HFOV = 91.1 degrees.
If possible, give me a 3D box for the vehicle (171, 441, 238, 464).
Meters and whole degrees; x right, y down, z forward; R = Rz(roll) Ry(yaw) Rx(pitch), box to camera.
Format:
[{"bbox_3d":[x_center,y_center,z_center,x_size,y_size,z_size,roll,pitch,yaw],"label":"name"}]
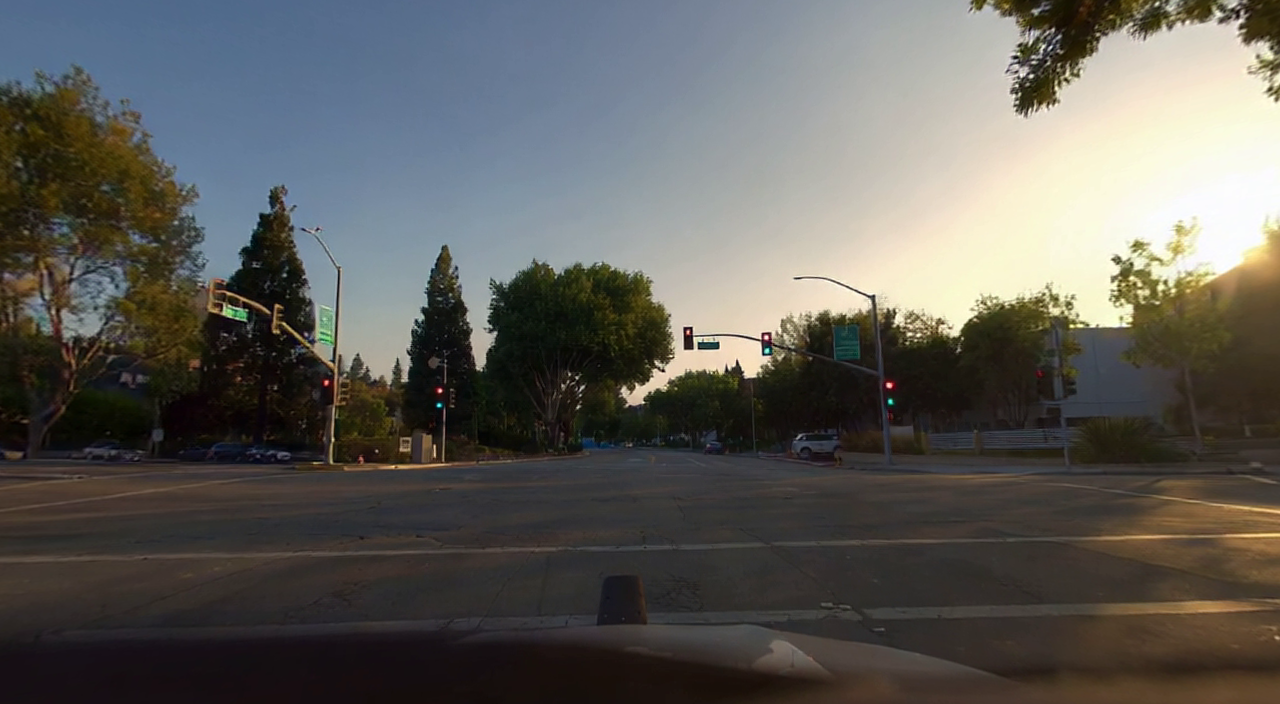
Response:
[{"bbox_3d":[-29.099,6.707,42.094,1.696,1.431,3.686,-1,-8,3],"label":"vehicle"}]
